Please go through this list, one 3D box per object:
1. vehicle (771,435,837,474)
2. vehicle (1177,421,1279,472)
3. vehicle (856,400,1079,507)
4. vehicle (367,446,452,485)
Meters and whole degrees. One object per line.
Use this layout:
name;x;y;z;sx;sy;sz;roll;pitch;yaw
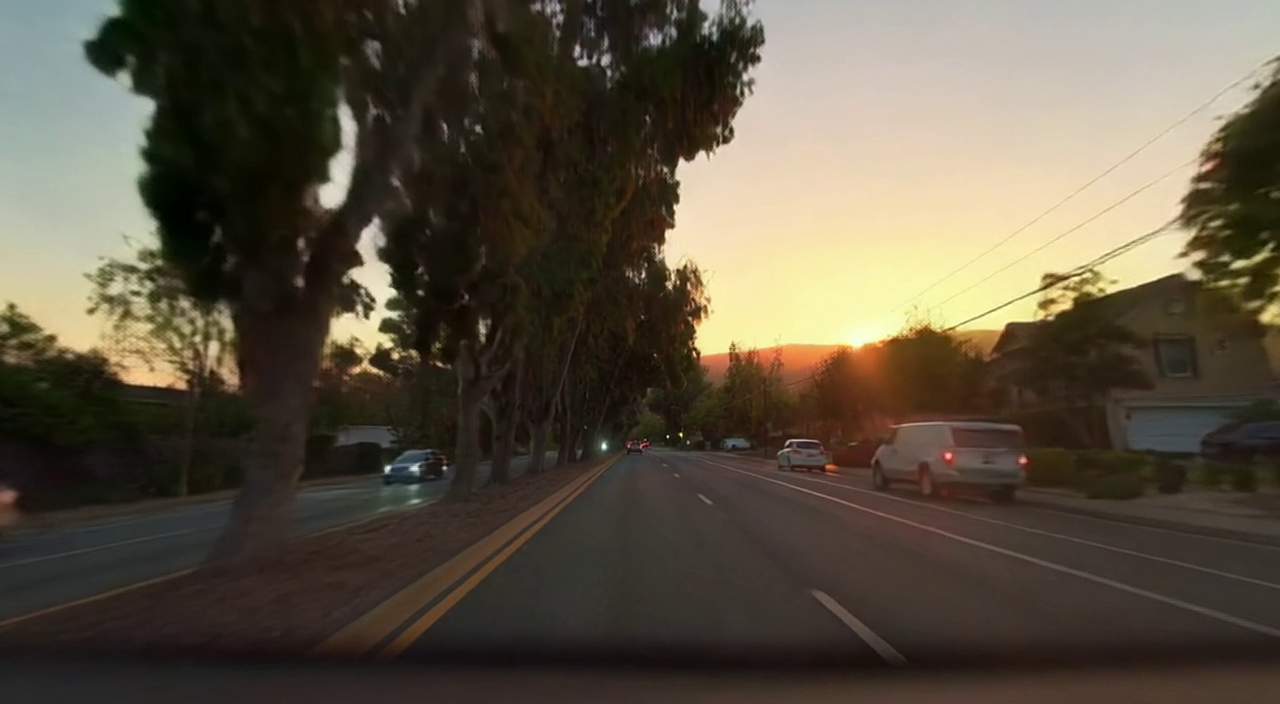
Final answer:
vehicle;7.387;4.673;28.927;1.965;1.623;4.096;0;-8;1
vehicle;19.569;2.869;19.275;4.336;1.480;1.926;-2;-8;17
vehicle;7.467;2.422;15.439;2.278;2.079;5.861;0;-8;0
vehicle;-9.753;4.805;27.111;1.910;1.452;4.447;0;-8;1
